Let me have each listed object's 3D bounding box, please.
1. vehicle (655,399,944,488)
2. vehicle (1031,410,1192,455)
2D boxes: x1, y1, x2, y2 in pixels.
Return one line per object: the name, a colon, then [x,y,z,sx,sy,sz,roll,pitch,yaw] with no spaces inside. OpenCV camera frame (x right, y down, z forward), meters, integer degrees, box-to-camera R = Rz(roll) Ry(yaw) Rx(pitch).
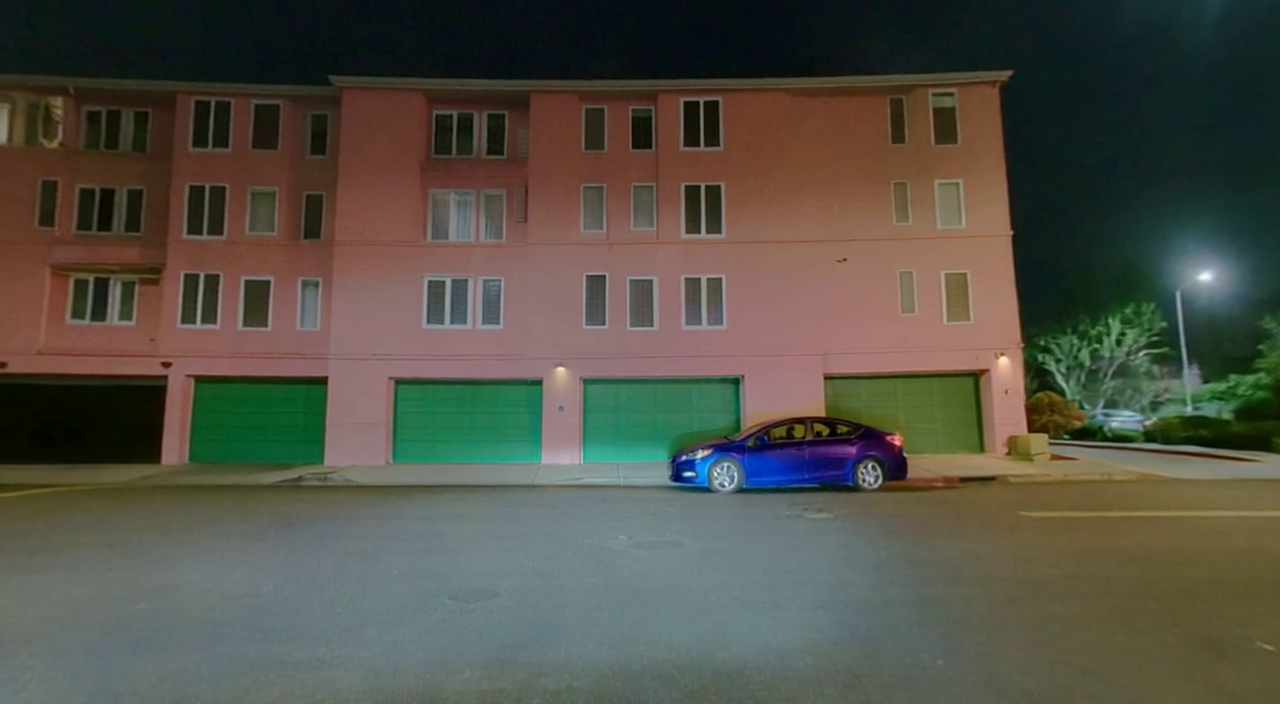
vehicle: [2.625,1.646,11.338,4.697,1.444,1.825,0,-8,1]
vehicle: [16.156,2.796,21.787,3.905,1.475,2.057,0,-8,0]
